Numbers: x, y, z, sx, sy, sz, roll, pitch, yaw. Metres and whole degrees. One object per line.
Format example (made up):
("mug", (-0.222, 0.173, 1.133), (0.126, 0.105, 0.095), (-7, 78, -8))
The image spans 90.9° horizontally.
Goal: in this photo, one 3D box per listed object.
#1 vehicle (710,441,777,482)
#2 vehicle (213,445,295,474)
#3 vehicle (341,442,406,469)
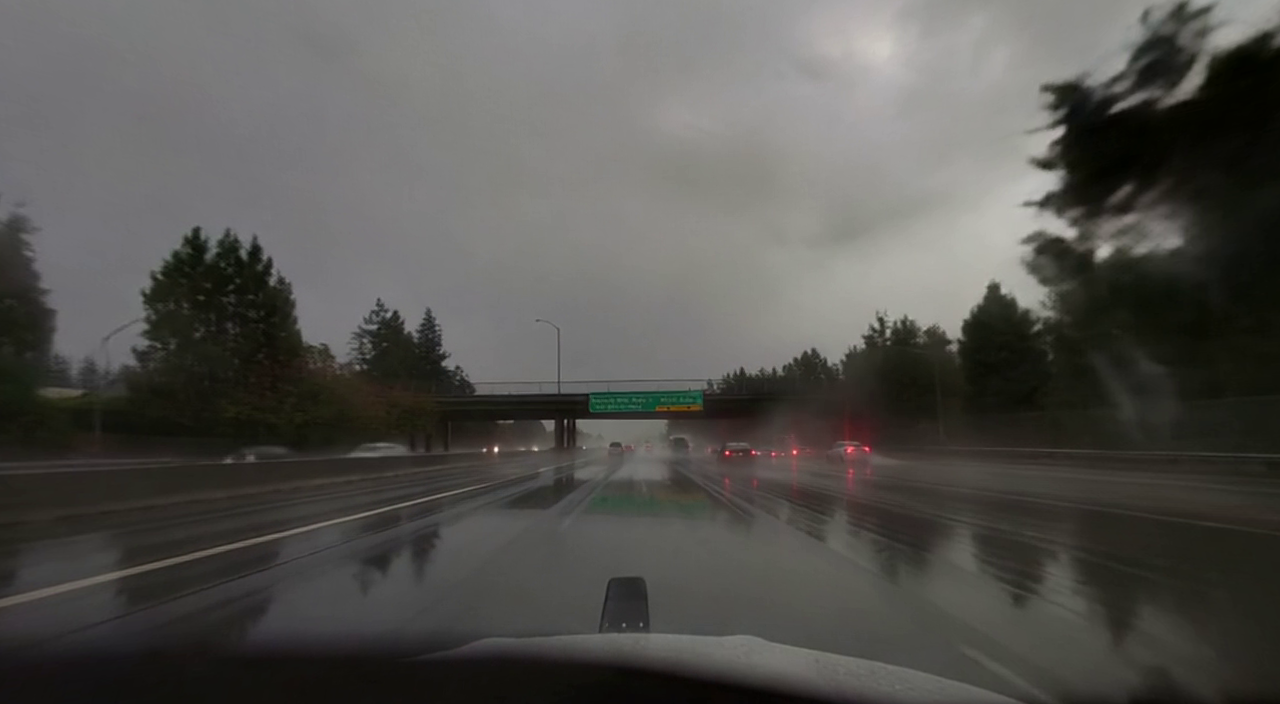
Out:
("vehicle", (4.067, 4.369, 25.541), (1.908, 1.483, 4.259), (0, -8, -1))
("vehicle", (-25.092, 6.967, 41.265), (2.008, 1.763, 5.223), (0, -8, 1))
("vehicle", (-17.442, 6.763, 41.527), (2.055, 1.682, 4.951), (0, -8, 1))
